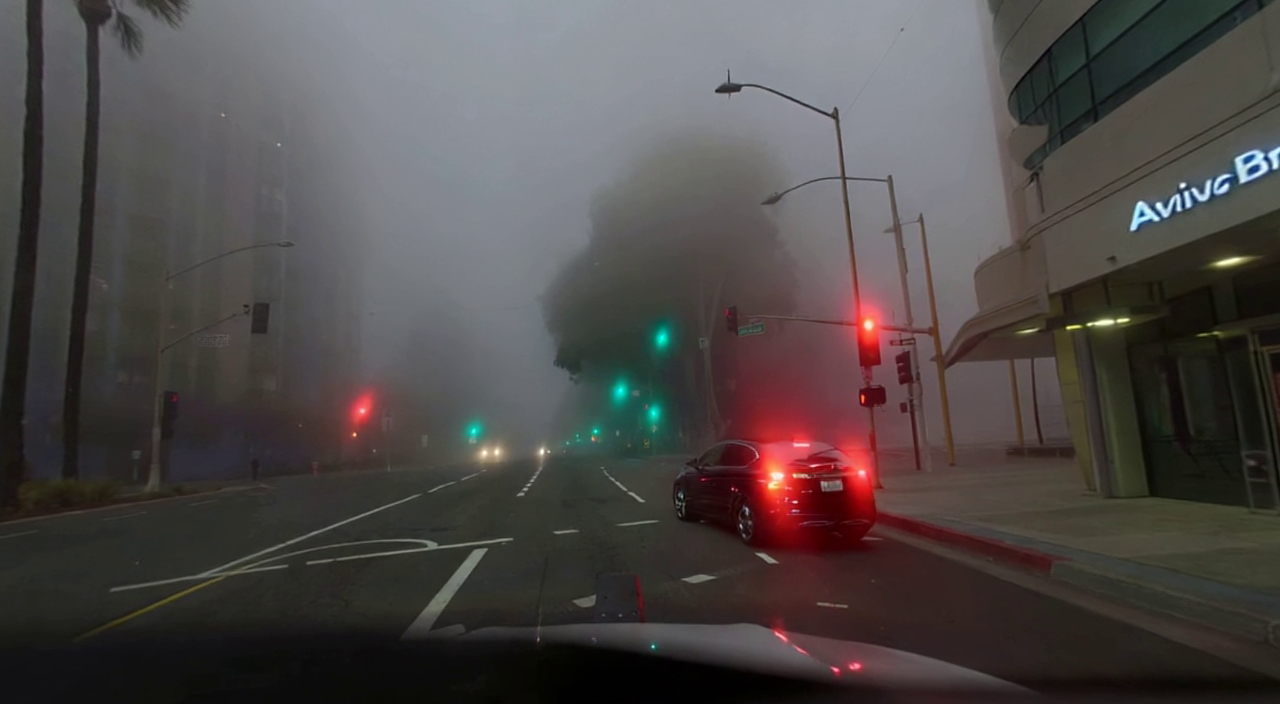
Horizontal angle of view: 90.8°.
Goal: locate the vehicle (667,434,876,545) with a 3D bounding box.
[{"bbox_3d":[1.898,2.200,10.936,2.090,1.466,4.676,1,-8,-7],"label":"vehicle"}]
